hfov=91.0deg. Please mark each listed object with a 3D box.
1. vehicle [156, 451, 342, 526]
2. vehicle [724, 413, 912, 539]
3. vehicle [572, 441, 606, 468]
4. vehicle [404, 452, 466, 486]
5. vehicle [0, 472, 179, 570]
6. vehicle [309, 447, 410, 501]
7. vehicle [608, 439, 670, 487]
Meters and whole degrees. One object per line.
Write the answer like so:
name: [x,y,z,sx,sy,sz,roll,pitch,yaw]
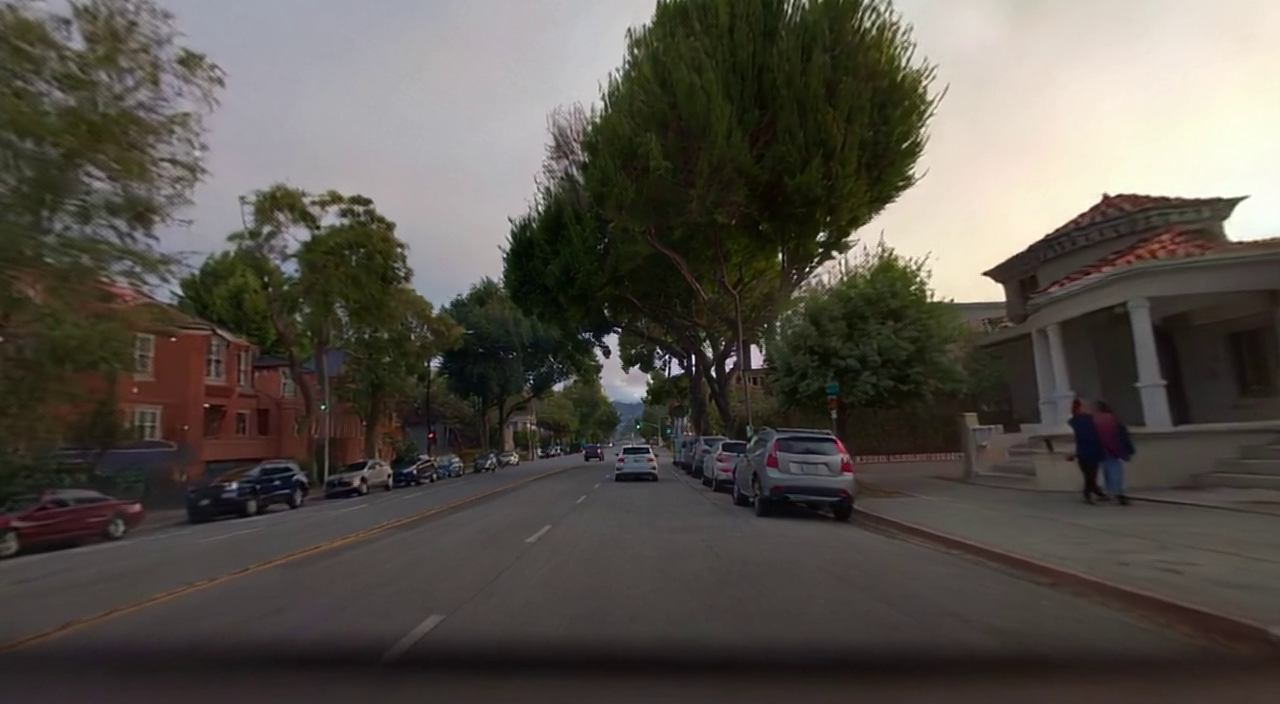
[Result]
vehicle: [-12.062,4.178,20.149,2.109,1.941,6.025,0,-8,0]
vehicle: [2.745,2.042,10.939,1.969,1.725,4.387,0,-8,0]
vehicle: [-3.532,7.155,44.115,1.983,1.841,4.013,0,-8,0]
vehicle: [-12.120,6.931,37.516,2.026,1.791,4.909,0,-8,0]
vehicle: [-11.903,3.265,12.652,1.913,1.475,4.372,0,-8,0]
vehicle: [-12.192,5.278,27.819,2.210,2.148,4.849,0,-8,0]
vehicle: [-0.040,3.886,22.384,1.998,1.518,4.015,0,-8,0]
